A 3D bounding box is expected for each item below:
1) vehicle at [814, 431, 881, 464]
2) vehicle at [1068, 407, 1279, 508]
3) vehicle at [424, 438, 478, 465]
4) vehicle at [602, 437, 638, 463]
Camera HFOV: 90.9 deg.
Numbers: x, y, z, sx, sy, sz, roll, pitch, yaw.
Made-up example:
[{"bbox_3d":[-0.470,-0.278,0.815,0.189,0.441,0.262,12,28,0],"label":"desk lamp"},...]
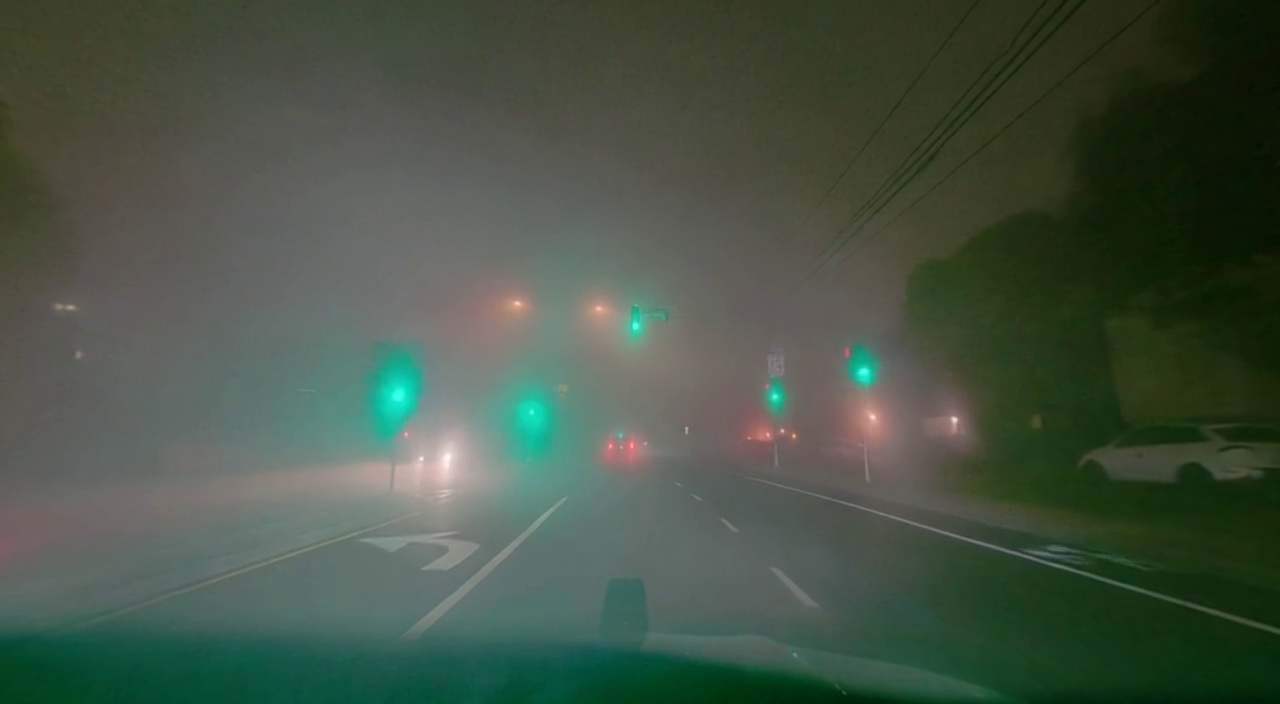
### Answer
[{"bbox_3d":[11.331,5.263,34.783,2.018,1.665,4.576,0,-8,-2],"label":"vehicle"},{"bbox_3d":[11.791,2.188,13.451,2.053,1.759,4.494,0,-8,-1],"label":"vehicle"},{"bbox_3d":[-11.318,5.973,38.118,1.995,1.485,4.560,0,-8,-2],"label":"vehicle"},{"bbox_3d":[-1.214,5.950,38.524,2.113,1.462,4.203,0,-8,-2],"label":"vehicle"}]
